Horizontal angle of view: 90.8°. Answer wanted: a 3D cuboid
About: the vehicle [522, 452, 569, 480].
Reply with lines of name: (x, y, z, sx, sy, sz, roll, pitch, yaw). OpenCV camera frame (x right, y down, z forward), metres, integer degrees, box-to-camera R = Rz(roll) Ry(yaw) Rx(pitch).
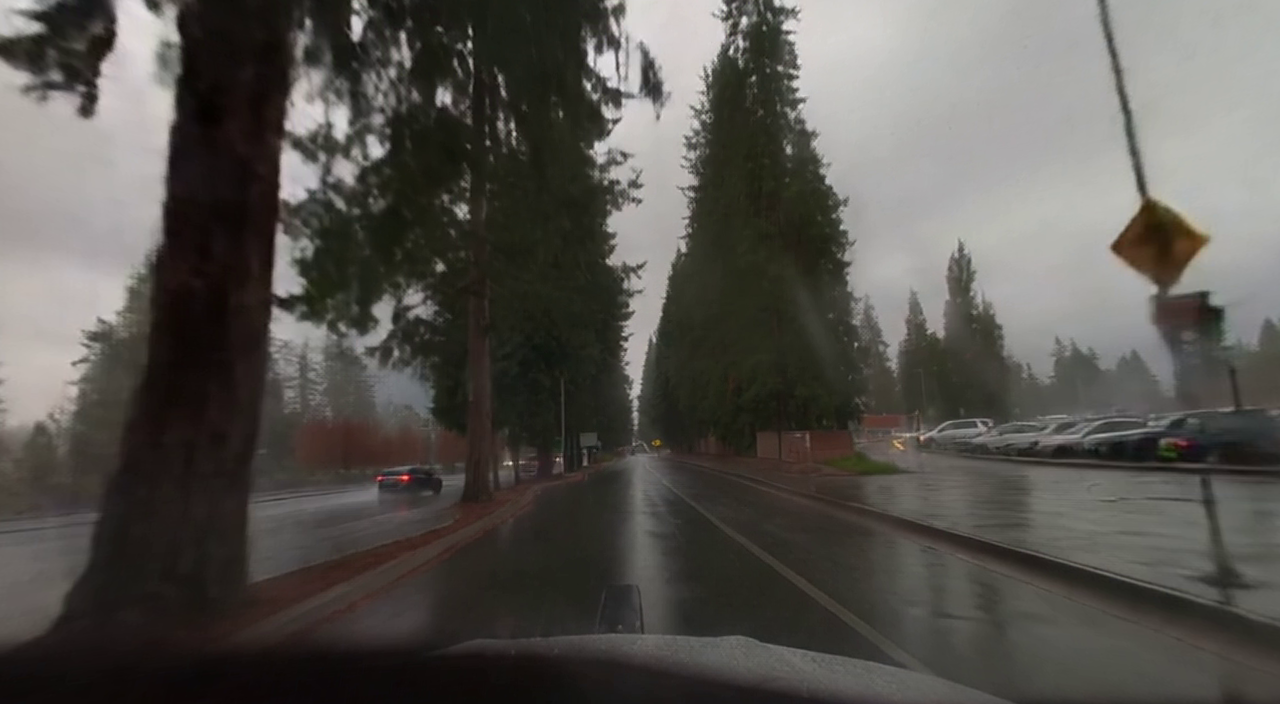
vehicle: (-6.123, 7.460, 41.551, 2.049, 1.699, 4.860, -1, -9, 4)

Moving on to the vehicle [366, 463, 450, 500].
vehicle: (-11.110, 6.214, 30.692, 1.886, 1.535, 4.742, -1, -9, 6)
